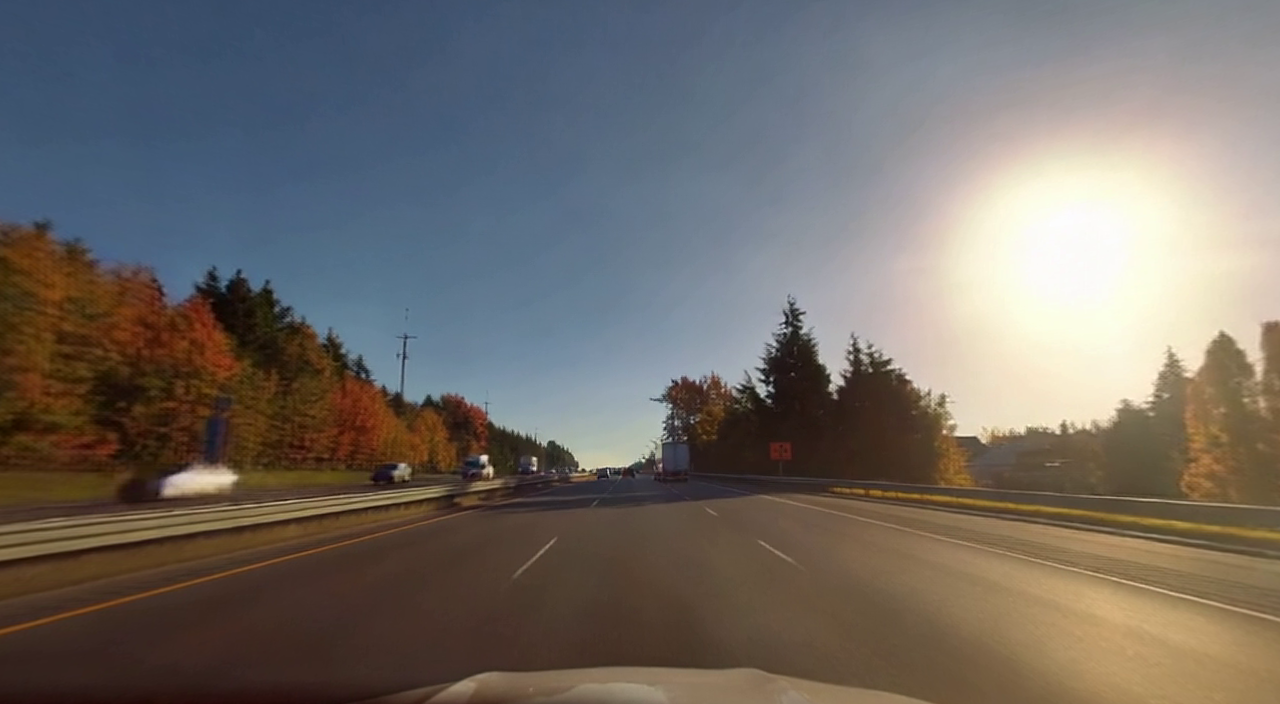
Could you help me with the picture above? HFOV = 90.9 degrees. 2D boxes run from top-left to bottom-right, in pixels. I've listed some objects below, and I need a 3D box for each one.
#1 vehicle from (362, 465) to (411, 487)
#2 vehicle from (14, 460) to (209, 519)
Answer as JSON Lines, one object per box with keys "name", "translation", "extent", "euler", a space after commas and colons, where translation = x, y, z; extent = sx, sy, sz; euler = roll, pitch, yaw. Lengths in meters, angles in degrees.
{"name": "vehicle", "translation": [-19.742, 9.661, 49.262], "extent": [1.944, 1.636, 4.409], "euler": [1, -10, 0]}
{"name": "vehicle", "translation": [-15.299, 3.989, 18.661], "extent": [1.822, 1.490, 4.560], "euler": [1, -10, 0]}
